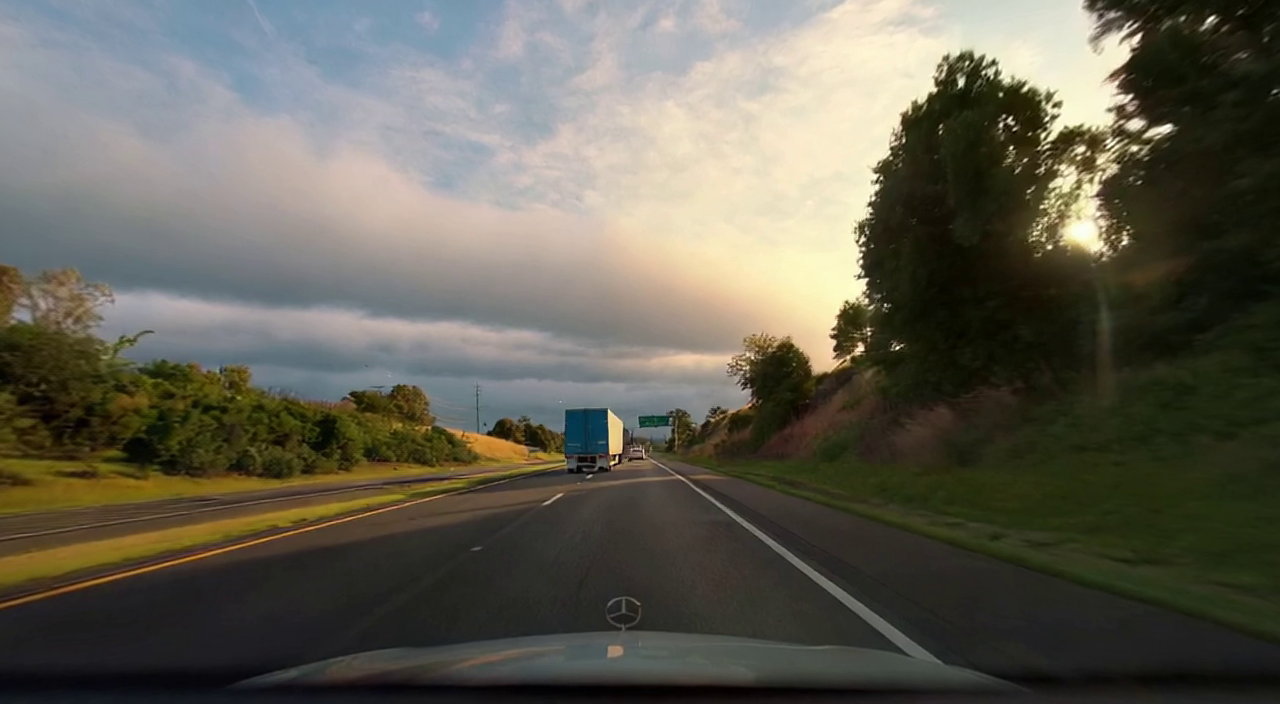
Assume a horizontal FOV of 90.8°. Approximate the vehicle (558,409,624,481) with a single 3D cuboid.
[{"bbox_3d":[-2.313,4.777,32.305,2.704,3.270,6.745,0,-9,1],"label":"vehicle"}]
